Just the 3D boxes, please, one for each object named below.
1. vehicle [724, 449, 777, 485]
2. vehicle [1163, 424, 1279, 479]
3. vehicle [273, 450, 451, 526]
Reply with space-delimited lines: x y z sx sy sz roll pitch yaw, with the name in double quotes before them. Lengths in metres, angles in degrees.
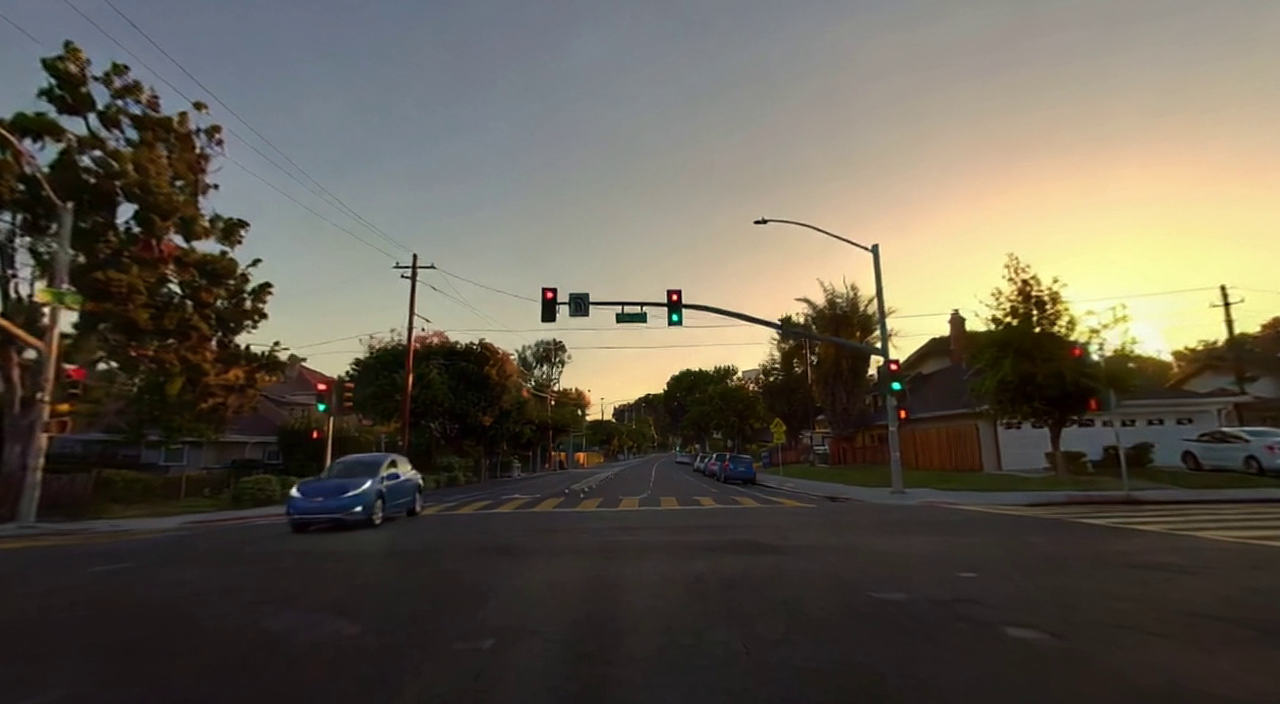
"vehicle" 5.487 5.746 31.922 1.891 1.611 4.269 0 -8 0
"vehicle" 22.620 3.691 23.624 1.964 1.858 4.881 0 -8 2
"vehicle" -6.846 3.377 16.380 2.270 1.605 4.958 0 -8 1
